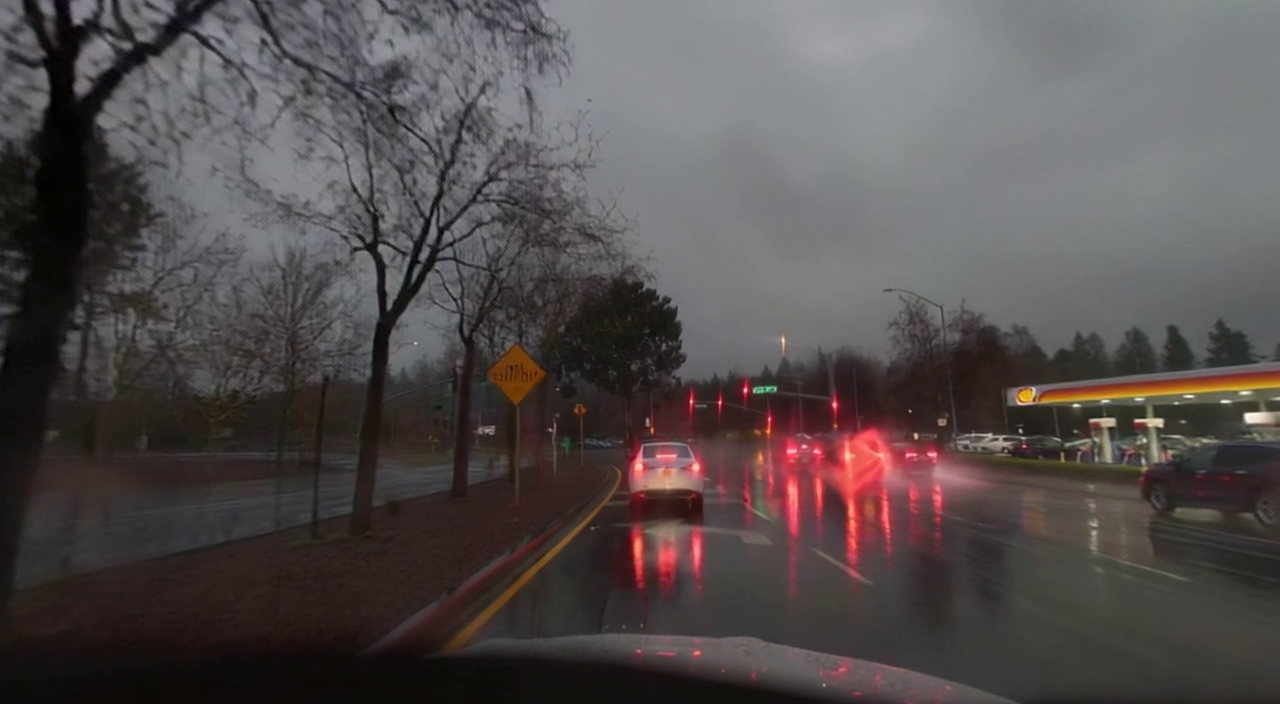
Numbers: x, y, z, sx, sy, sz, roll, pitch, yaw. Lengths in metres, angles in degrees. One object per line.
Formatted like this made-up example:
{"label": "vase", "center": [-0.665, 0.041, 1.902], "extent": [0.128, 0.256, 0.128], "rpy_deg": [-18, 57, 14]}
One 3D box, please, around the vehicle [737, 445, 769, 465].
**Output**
{"label": "vehicle", "center": [8.440, 7.723, 47.303], "extent": [1.716, 1.400, 3.921], "rpy_deg": [0, -9, 1]}

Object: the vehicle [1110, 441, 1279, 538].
{"label": "vehicle", "center": [10.846, 2.316, 10.942], "extent": [1.880, 1.472, 4.694], "rpy_deg": [0, -9, 2]}

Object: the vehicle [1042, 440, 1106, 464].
{"label": "vehicle", "center": [30.110, 6.957, 43.851], "extent": [1.914, 1.563, 3.672], "rpy_deg": [-1, -9, 3]}

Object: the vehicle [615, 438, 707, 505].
{"label": "vehicle", "center": [0.486, 2.981, 16.072], "extent": [2.032, 1.461, 4.173], "rpy_deg": [0, -9, 0]}

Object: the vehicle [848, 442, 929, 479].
{"label": "vehicle", "center": [11.359, 4.990, 29.174], "extent": [1.976, 1.584, 4.516], "rpy_deg": [0, -9, 1]}

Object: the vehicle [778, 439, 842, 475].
{"label": "vehicle", "center": [8.588, 5.325, 32.190], "extent": [1.991, 1.695, 4.357], "rpy_deg": [0, -9, -1]}
